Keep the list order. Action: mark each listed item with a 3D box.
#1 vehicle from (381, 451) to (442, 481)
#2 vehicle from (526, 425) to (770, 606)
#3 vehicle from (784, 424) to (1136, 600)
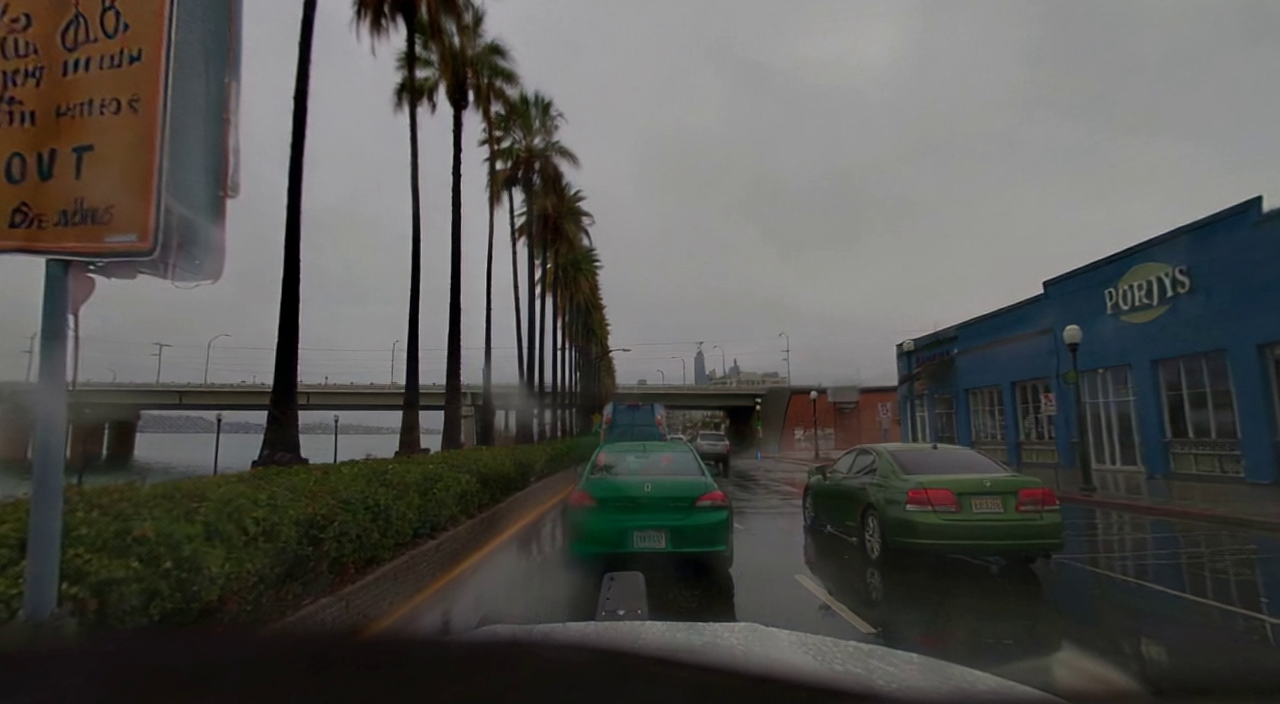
[{"bbox_3d":[-14.960,7.480,41.703,2.104,1.802,4.852,0,-9,1],"label":"vehicle"},{"bbox_3d":[0.060,1.668,7.246,2.048,1.503,3.681,0,-9,0],"label":"vehicle"},{"bbox_3d":[3.272,1.714,7.713,1.920,1.490,4.417,0,-9,-1],"label":"vehicle"}]
